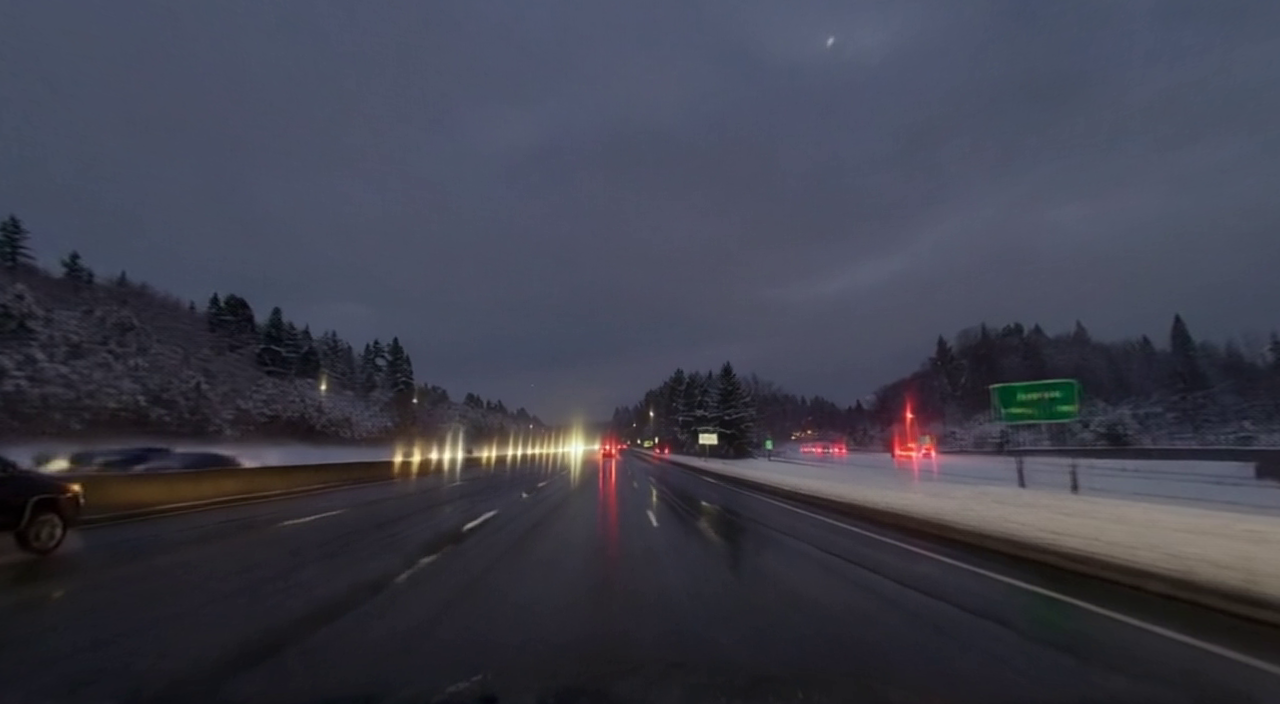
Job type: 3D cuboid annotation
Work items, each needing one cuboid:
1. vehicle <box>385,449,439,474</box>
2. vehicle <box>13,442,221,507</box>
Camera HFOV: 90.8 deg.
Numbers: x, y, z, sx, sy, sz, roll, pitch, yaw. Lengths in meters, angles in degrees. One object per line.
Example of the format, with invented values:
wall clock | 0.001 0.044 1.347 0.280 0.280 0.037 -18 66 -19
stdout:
vehicle | -14.523 6.991 40.523 1.875 1.464 4.405 0 -9 -1
vehicle | -13.496 3.148 16.741 1.903 1.484 4.320 0 -9 -2
